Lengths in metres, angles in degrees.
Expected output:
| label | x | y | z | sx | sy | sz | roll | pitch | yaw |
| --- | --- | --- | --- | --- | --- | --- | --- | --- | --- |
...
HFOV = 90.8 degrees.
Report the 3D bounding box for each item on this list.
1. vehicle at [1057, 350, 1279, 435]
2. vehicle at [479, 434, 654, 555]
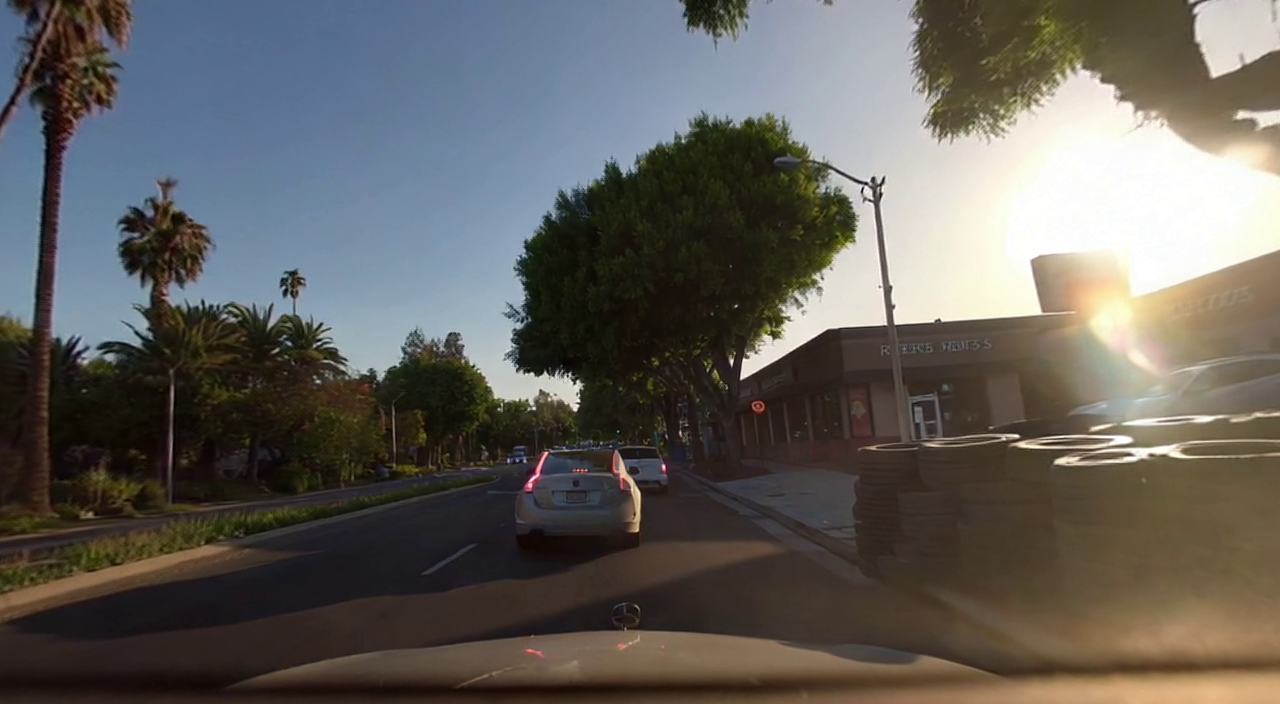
| label | x | y | z | sx | sy | sz | roll | pitch | yaw |
| --- | --- | --- | --- | --- | --- | --- | --- | --- | --- |
| vehicle | 13.385 | 1.194 | 16.349 | 1.854 | 1.693 | 4.798 | -1 | -10 | 0 |
| vehicle | -0.972 | 2.087 | 9.983 | 2.169 | 1.495 | 4.048 | 0 | -8 | -2 |
